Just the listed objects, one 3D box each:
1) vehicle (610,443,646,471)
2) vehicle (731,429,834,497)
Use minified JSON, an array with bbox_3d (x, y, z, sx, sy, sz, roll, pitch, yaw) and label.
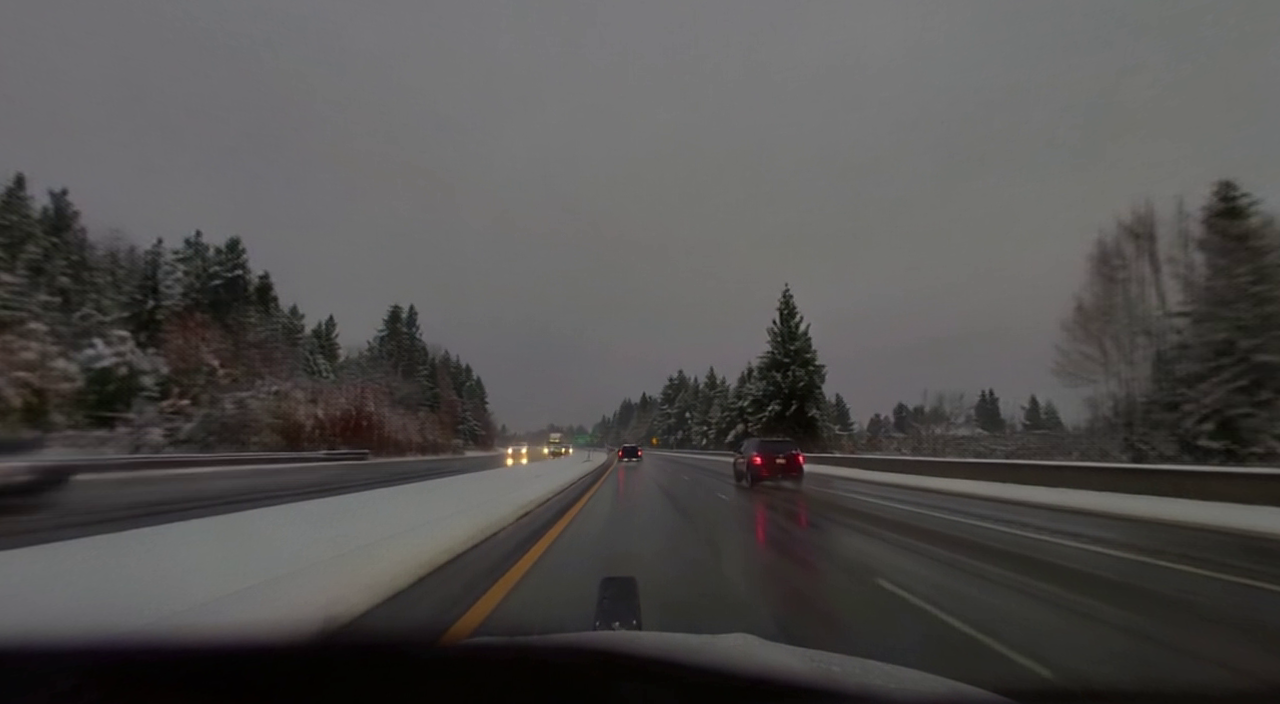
[{"bbox_3d":[-0.761,6.680,40.037,2.151,1.693,4.201,0,-9,-1],"label":"vehicle"},{"bbox_3d":[4.025,3.220,18.504,1.982,1.745,4.151,0,-9,-1],"label":"vehicle"}]
